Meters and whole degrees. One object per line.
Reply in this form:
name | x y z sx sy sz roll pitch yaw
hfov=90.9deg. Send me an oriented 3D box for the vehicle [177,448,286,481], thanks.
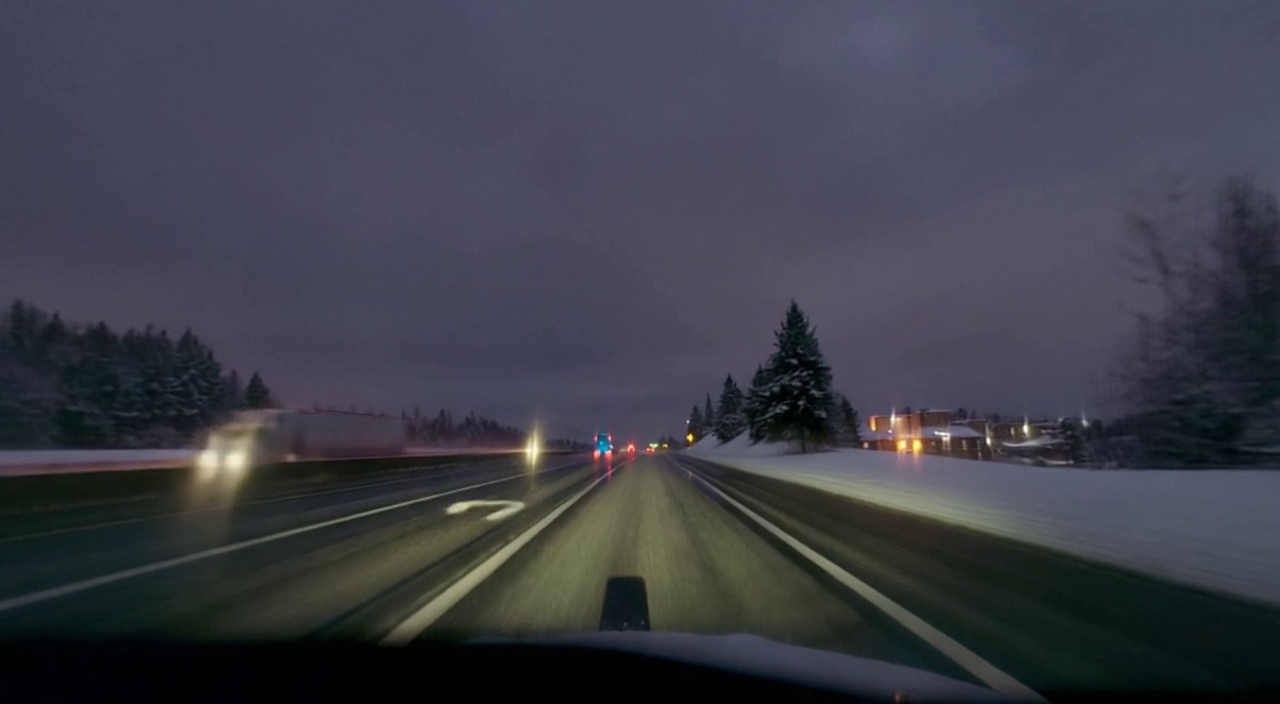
vehicle | -19.266 5.303 30.037 2.178 1.443 4.388 0 -8 1
